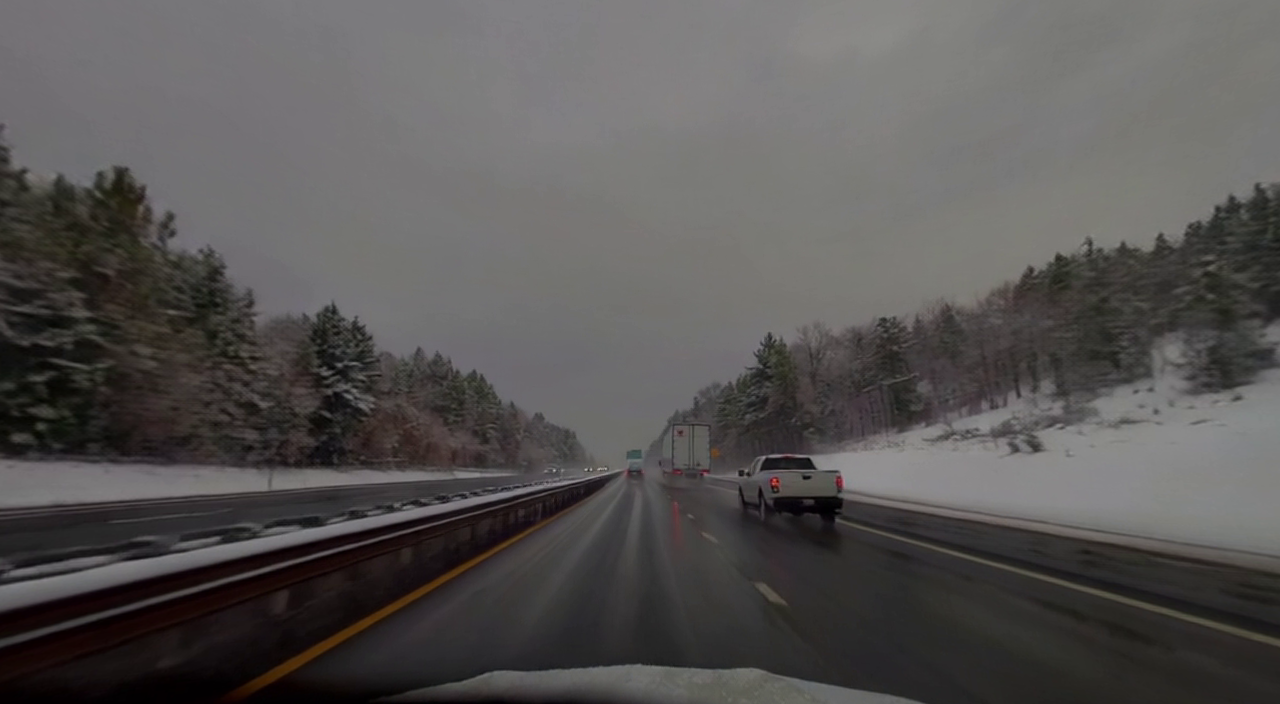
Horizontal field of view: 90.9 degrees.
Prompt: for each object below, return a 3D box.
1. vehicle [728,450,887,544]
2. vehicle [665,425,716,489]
[{"bbox_3d":[3.372,3.061,13.791,2.124,1.662,4.641,1,-10,-1],"label":"vehicle"},{"bbox_3d":[3.581,8.127,48.547,2.863,4.088,14.040,1,-10,0],"label":"vehicle"}]
